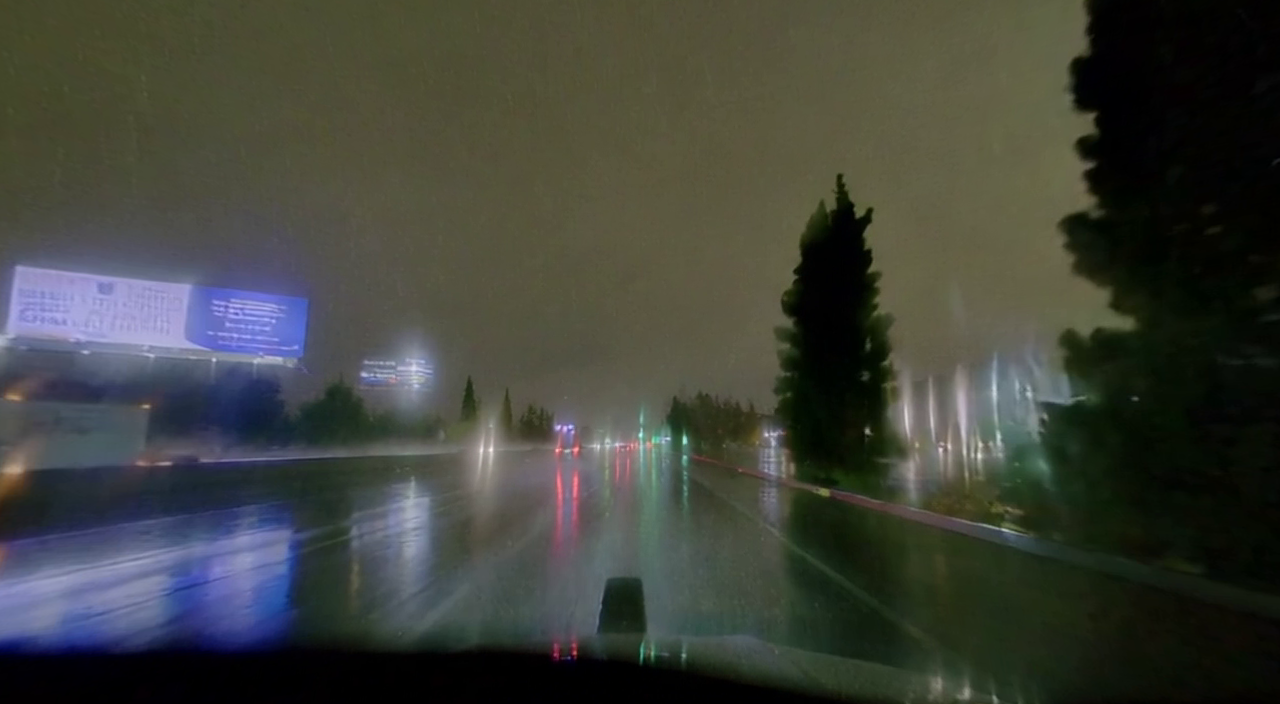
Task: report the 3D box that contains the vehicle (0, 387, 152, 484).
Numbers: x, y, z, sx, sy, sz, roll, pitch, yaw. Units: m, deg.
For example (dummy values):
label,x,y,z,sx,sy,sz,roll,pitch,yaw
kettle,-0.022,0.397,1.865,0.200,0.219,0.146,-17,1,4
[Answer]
label,x,y,z,sx,sy,sz,roll,pitch,yaw
vehicle,-28.239,3.489,26.305,2.907,4.026,15.848,0,-8,1

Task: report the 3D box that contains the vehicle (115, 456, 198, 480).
label,x,y,z,sx,sy,sz,roll,pitch,yaw
vehicle,-31.805,7.606,41.658,1.832,1.441,4.503,0,-9,0
